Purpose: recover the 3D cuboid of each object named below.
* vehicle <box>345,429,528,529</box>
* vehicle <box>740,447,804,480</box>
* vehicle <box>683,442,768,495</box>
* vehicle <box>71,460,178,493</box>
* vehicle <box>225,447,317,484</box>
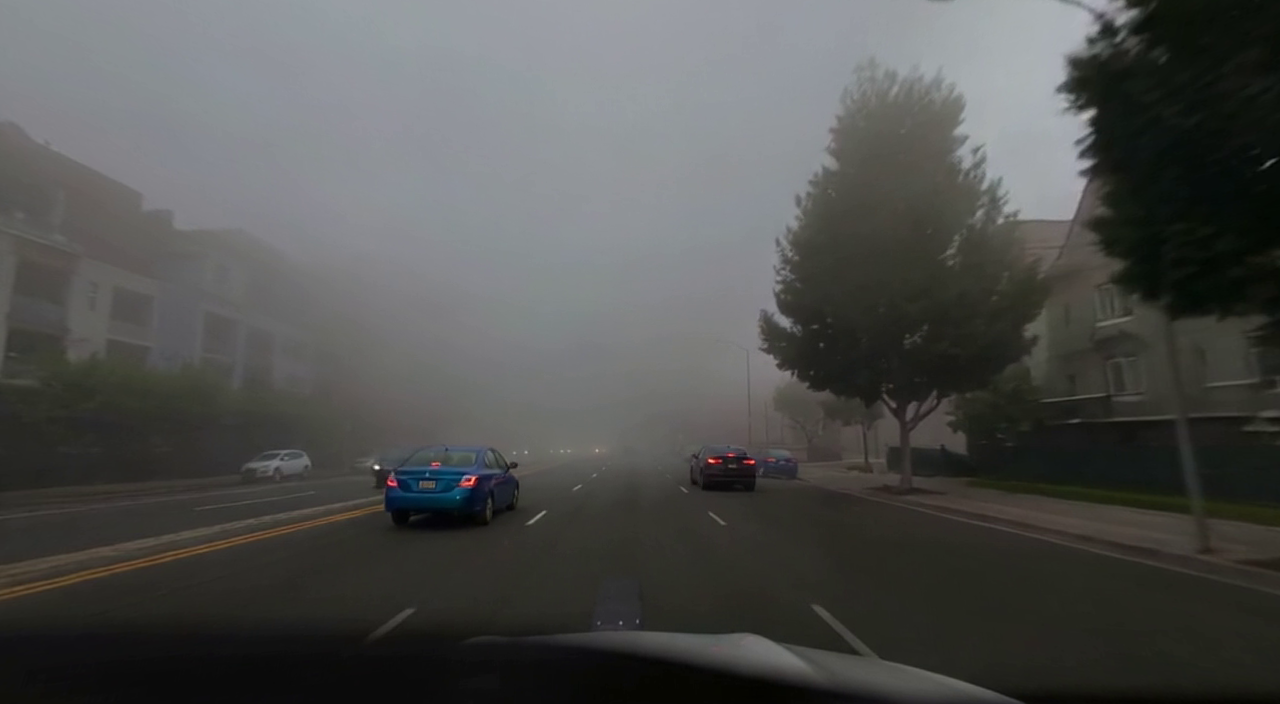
[{"bbox_3d":[-3.526,2.285,11.905,2.062,1.527,4.044,0,-9,0],"label":"vehicle"},{"bbox_3d":[6.237,5.341,30.481,1.881,1.439,4.725,1,-9,-3],"label":"vehicle"},{"bbox_3d":[2.576,3.626,20.123,1.978,1.471,4.426,1,-9,-2],"label":"vehicle"},{"bbox_3d":[-25.868,6.238,31.780,3.625,1.443,1.939,-1,-9,-3],"label":"vehicle"},{"bbox_3d":[-18.080,5.549,31.222,1.929,1.665,4.304,0,-9,0],"label":"vehicle"}]
